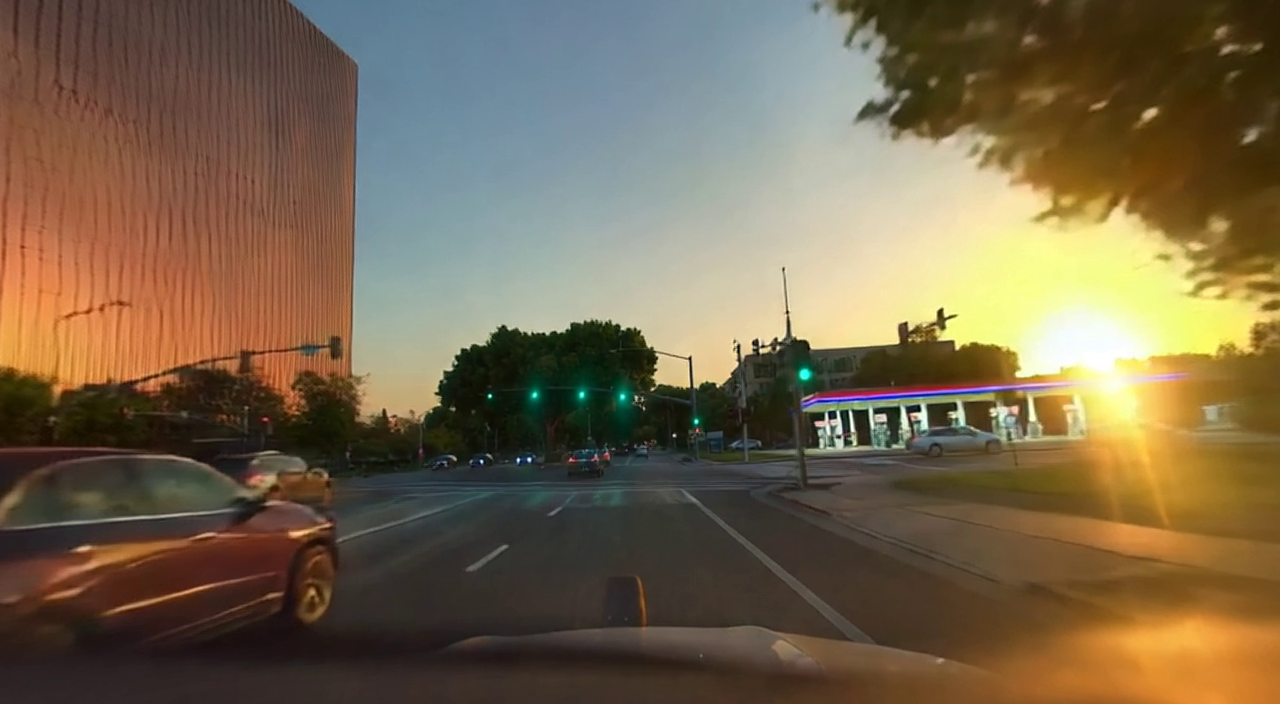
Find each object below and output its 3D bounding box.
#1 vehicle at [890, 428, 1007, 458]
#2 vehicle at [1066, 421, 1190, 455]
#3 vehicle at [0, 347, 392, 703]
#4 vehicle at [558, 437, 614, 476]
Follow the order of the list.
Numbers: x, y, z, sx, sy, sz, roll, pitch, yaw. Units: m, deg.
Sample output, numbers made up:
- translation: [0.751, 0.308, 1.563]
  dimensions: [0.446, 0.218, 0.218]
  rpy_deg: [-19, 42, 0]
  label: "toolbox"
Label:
- translation: [17.395, 5.190, 35.897]
  dimensions: [5.708, 1.585, 2.070]
  rpy_deg: [-4, -8, 20]
  label: "vehicle"
- translation: [25.507, 4.526, 33.135]
  dimensions: [4.700, 1.579, 1.823]
  rpy_deg: [-5, -8, 19]
  label: "vehicle"
- translation: [-3.402, 1.049, 3.550]
  dimensions: [2.183, 1.731, 4.338]
  rpy_deg: [-1, -8, 1]
  label: "vehicle"
- translation: [-3.081, 6.160, 37.546]
  dimensions: [2.602, 2.091, 6.347]
  rpy_deg: [-1, -8, 1]
  label: "vehicle"
